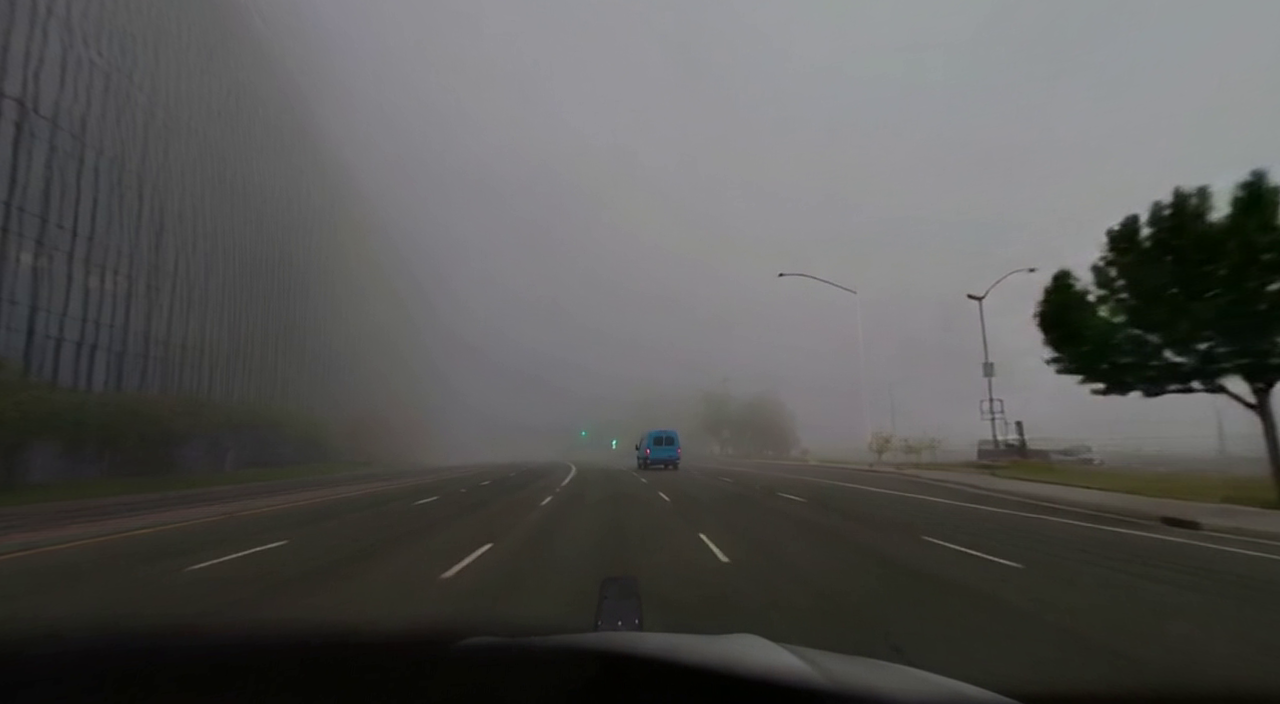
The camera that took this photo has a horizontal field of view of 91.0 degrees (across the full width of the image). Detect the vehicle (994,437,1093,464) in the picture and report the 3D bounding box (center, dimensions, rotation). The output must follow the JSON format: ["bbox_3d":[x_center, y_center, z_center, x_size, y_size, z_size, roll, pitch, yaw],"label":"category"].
[{"bbox_3d":[23.045,5.622,36.058,4.271,1.470,1.940,-1,-8,1],"label":"vehicle"}]

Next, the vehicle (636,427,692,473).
[{"bbox_3d":[1.178,5.186,33.421,2.339,2.244,4.817,1,-8,-6],"label":"vehicle"}]
